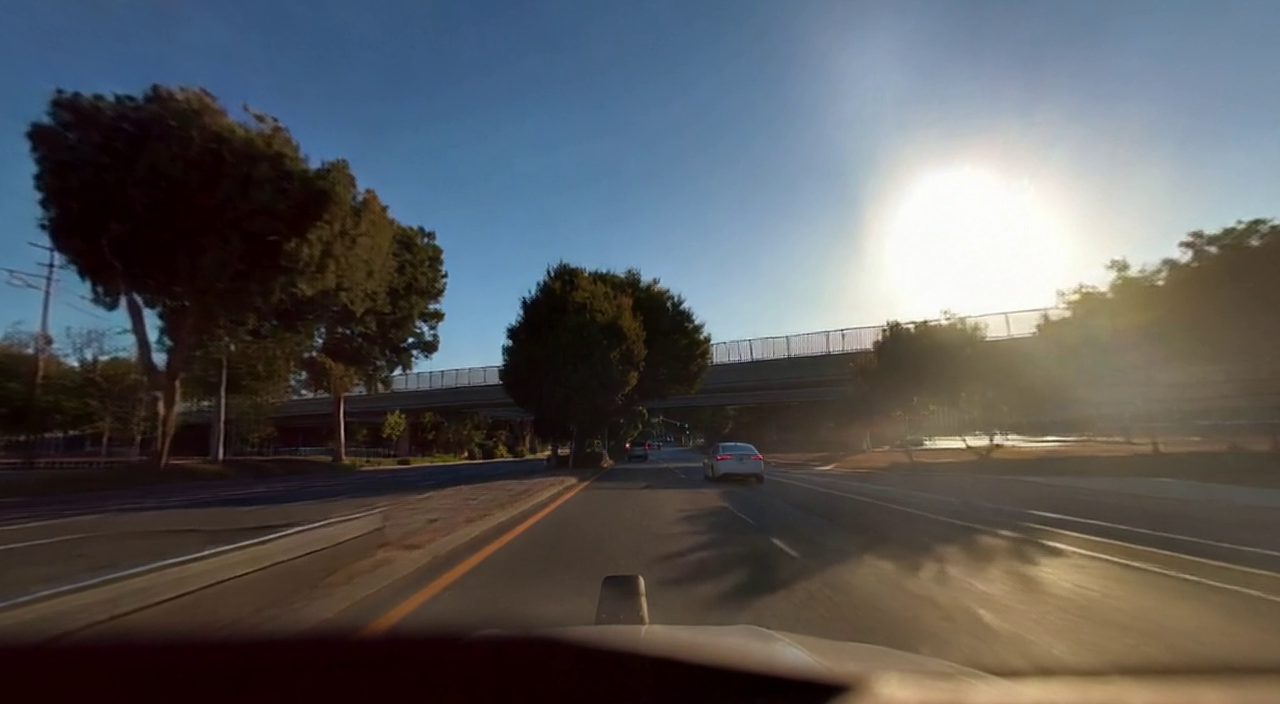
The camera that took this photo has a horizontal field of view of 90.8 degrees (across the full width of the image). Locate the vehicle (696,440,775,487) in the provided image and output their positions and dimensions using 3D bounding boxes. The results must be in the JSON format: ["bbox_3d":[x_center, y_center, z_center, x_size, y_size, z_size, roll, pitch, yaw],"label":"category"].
[{"bbox_3d":[3.283,3.932,22.678,2.062,1.484,4.332,0,-8,-1],"label":"vehicle"}]
